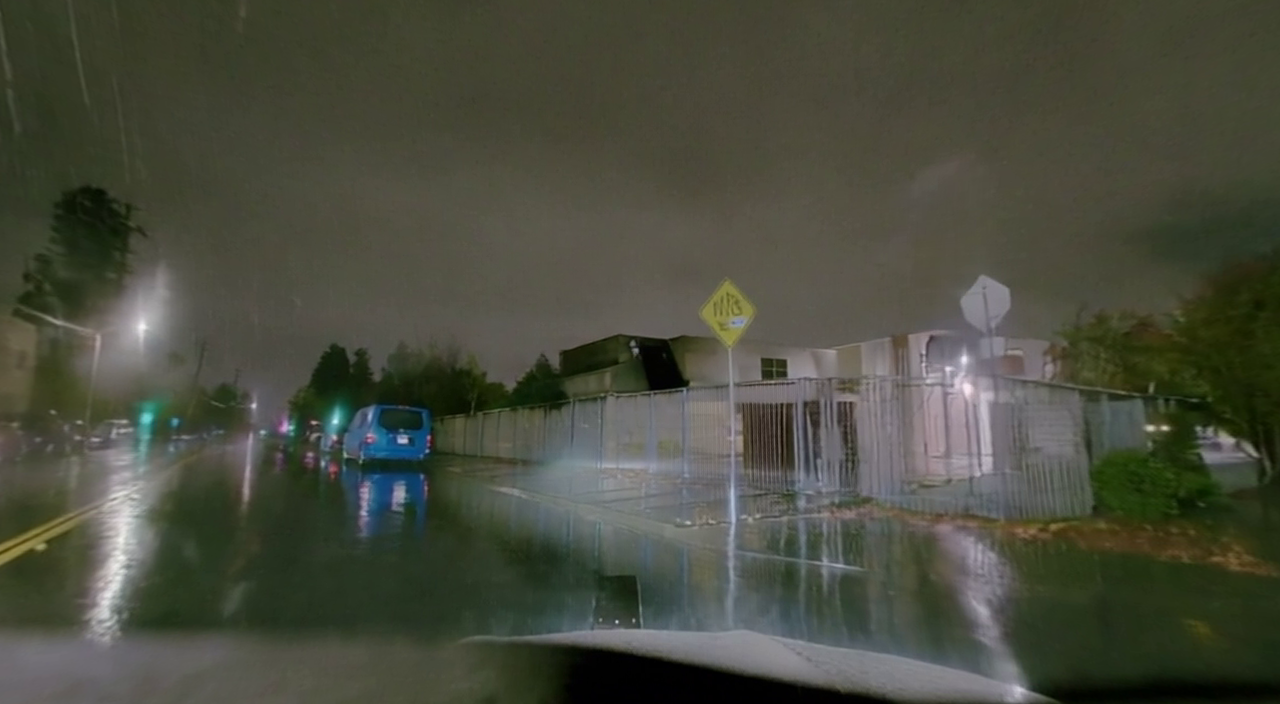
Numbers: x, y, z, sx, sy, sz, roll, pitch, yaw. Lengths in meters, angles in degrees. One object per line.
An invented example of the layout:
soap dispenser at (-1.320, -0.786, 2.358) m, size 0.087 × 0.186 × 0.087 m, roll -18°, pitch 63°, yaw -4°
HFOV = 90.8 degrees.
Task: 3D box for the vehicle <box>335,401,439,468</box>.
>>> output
vehicle at (-9.091, 2.967, 22.335) m, size 2.327 × 2.021 × 5.850 m, roll 5°, pitch -10°, yaw -31°

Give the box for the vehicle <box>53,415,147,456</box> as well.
vehicle at (-27.453, 4.337, 32.399) m, size 2.504 × 1.919 × 5.658 m, roll 5°, pitch -10°, yaw -29°

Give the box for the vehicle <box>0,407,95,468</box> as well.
vehicle at (-21.833, 3.099, 22.713) m, size 2.304 × 1.937 × 5.720 m, roll 5°, pitch -10°, yaw -30°
